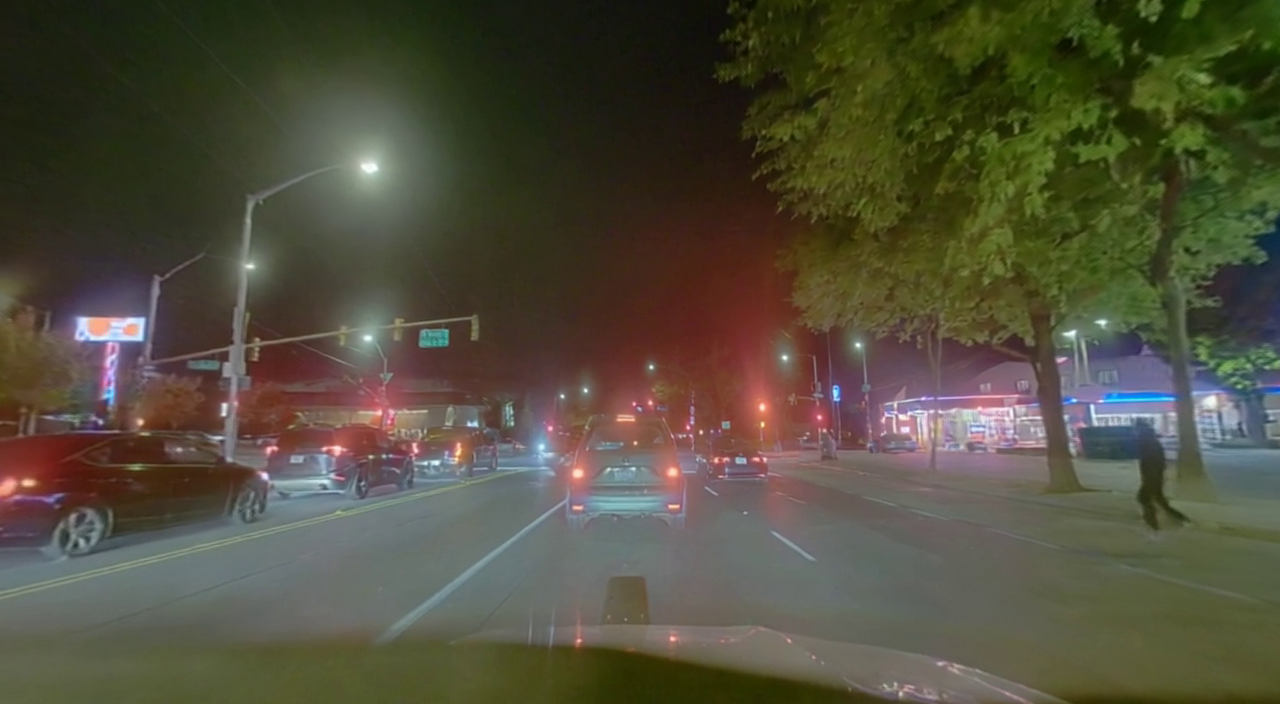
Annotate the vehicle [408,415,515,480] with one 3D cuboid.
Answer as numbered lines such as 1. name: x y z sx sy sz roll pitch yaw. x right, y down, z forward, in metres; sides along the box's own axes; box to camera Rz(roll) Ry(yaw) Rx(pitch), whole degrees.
1. vehicle: -6.270 3.449 22.818 2.496 2.112 4.351 0 -8 1

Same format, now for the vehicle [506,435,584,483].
1. vehicle: -3.141 3.639 21.742 1.894 1.461 4.080 0 -8 2

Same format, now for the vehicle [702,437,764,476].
1. vehicle: 3.696 4.228 25.785 2.023 1.441 4.240 0 -8 1

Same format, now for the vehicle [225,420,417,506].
1. vehicle: -6.988 2.477 14.480 1.941 1.655 4.503 0 -8 1

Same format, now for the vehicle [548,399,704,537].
1. vehicle: -0.188 1.866 10.619 2.064 1.817 4.298 0 -8 0

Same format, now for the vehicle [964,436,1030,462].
1. vehicle: 20.509 5.560 36.200 3.836 1.443 1.694 6 -10 -34

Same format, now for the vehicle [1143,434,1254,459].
1. vehicle: 29.800 5.064 33.745 4.176 1.313 1.719 0 -9 3

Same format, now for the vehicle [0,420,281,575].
1. vehicle: -6.886 1.698 8.196 1.831 1.451 4.382 0 -8 0

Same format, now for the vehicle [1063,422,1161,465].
1. vehicle: 19.609 3.795 26.136 4.156 1.622 1.924 6 -10 -35
